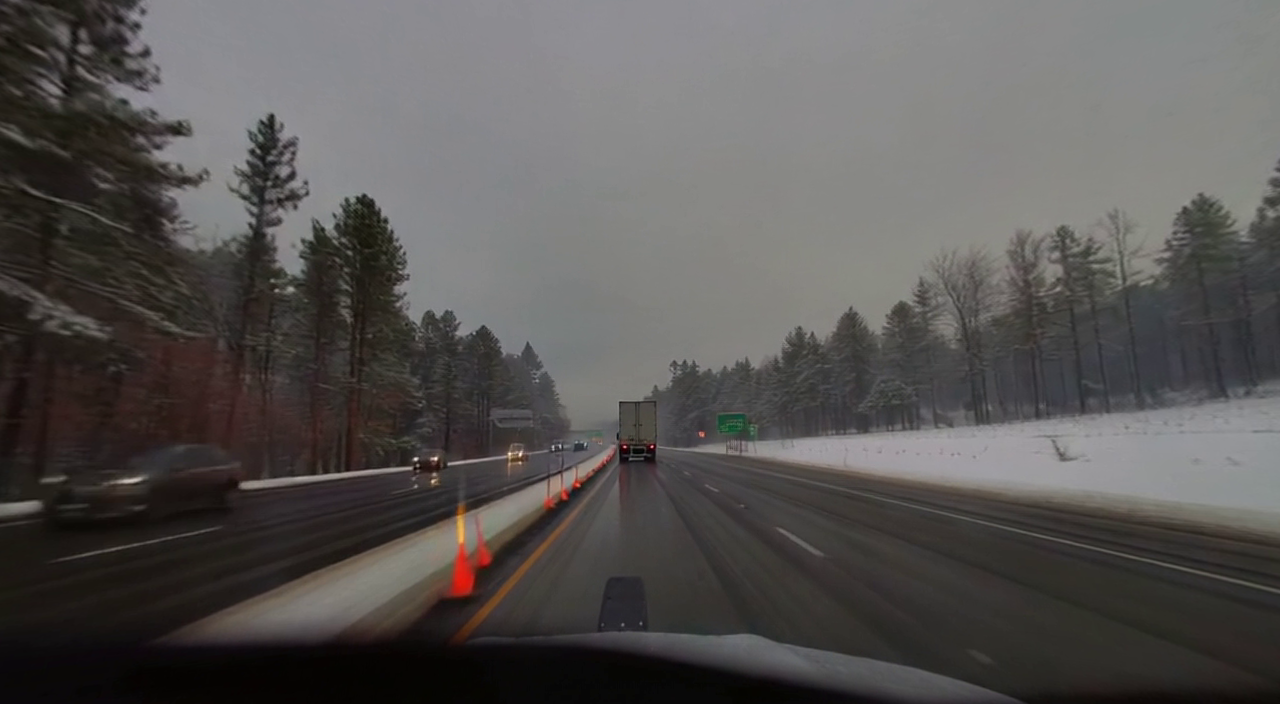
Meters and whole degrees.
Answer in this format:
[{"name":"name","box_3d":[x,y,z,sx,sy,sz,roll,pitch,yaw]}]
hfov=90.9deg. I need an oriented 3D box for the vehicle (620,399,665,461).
[{"name":"vehicle","box_3d":[0.013,5.974,47.161,2.935,4.068,11.036,0,-8,-2]}]
